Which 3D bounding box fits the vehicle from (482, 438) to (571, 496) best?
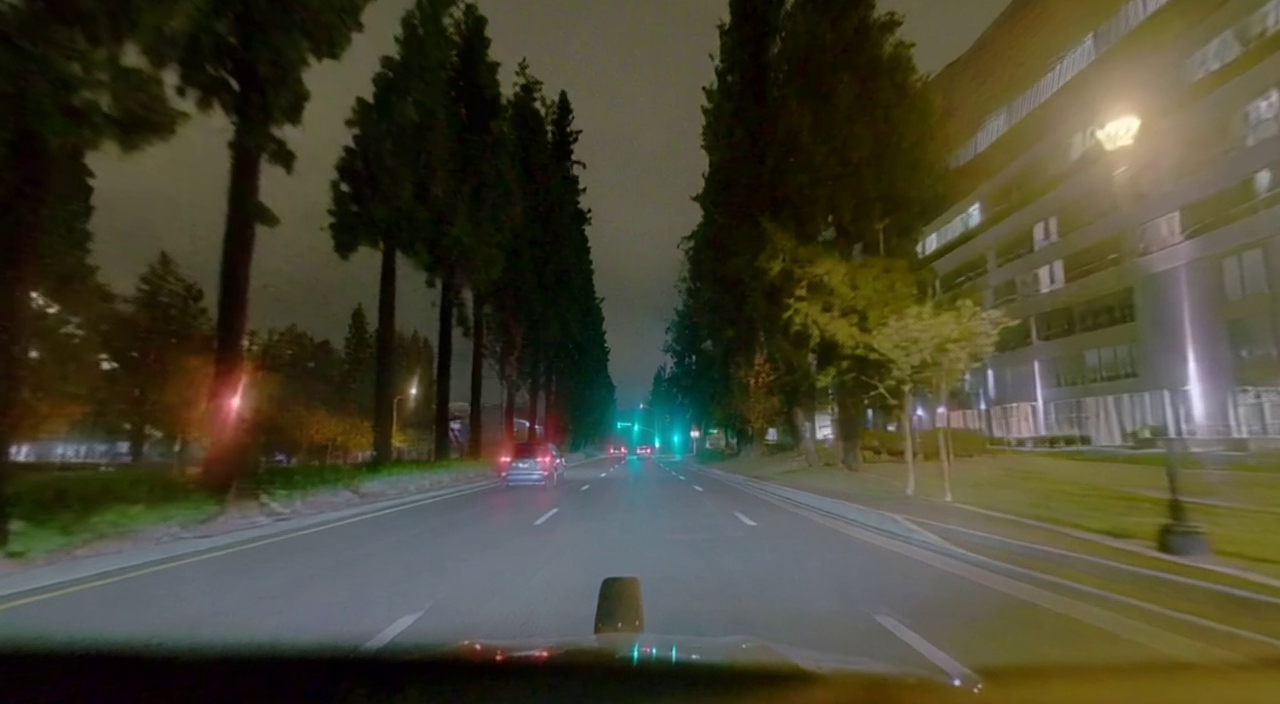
[{"bbox_3d":[-3.379,3.503,19.663,1.942,1.588,4.172,0,-9,1],"label":"vehicle"}]
